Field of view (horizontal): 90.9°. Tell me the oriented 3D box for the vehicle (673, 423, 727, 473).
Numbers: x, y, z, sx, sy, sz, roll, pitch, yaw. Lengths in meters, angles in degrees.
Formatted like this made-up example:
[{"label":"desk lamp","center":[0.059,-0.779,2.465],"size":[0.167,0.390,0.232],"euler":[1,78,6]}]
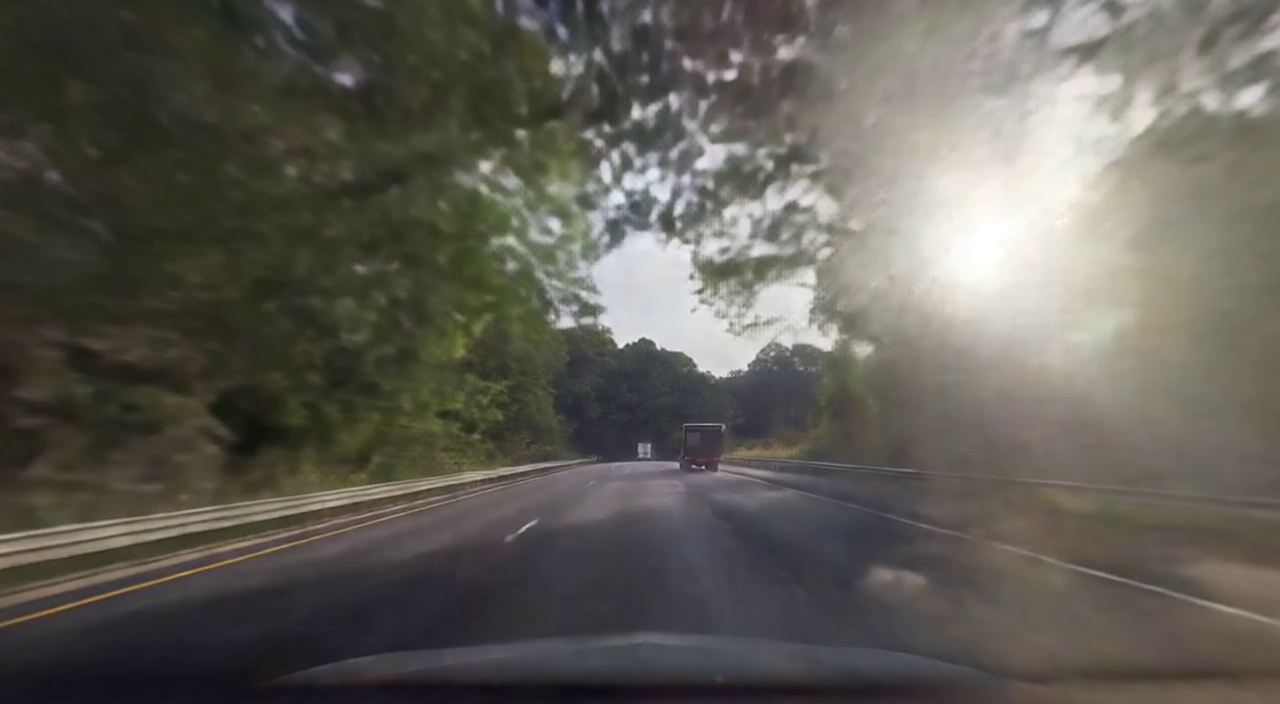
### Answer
[{"label":"vehicle","center":[3.577,5.916,38.831],"size":[2.572,2.795,5.978],"euler":[0,-9,-1]}]
